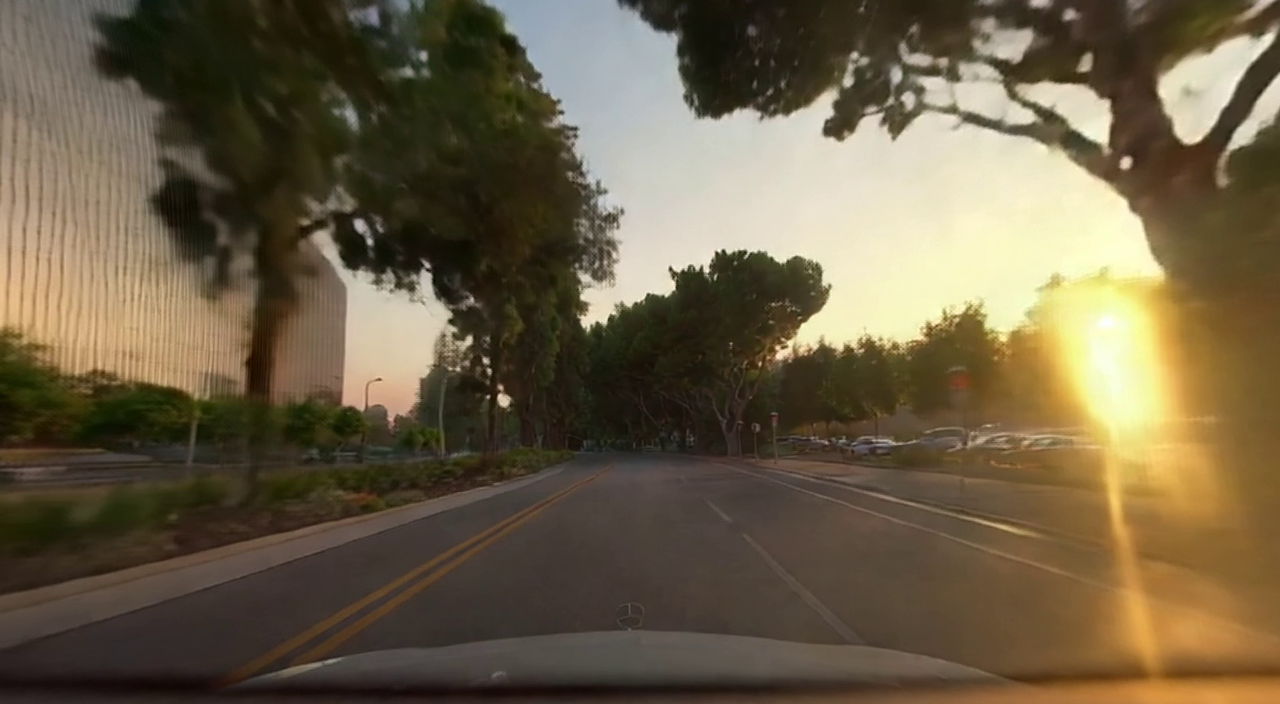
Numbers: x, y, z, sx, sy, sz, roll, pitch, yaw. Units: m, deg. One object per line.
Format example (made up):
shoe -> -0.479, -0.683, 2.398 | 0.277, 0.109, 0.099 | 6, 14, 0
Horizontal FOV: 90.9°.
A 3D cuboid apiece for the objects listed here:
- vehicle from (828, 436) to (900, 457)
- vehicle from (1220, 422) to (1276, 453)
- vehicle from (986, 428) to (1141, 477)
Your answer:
vehicle -> 16.300, 6.898, 45.996 | 4.526, 1.517, 1.979 | 1, -9, -5
vehicle -> 35.167, 4.968, 36.527 | 1.924, 1.636, 4.297 | -6, -10, 40
vehicle -> 15.664, 3.738, 23.517 | 4.198, 1.552, 2.087 | -2, -9, 0
